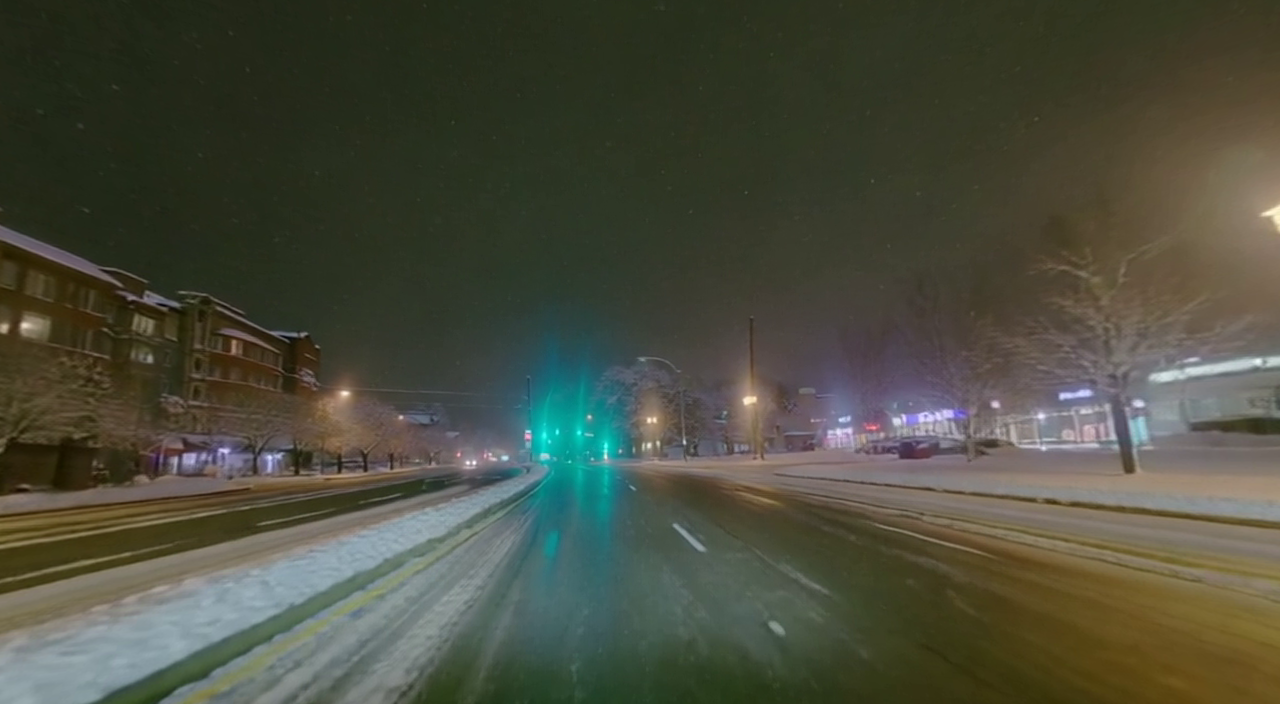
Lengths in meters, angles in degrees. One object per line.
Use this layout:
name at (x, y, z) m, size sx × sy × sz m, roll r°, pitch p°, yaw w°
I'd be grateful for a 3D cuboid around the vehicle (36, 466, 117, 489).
vehicle at (-41.373, 9.172, 46.467) m, size 3.994 × 1.491 × 1.730 m, roll 4°, pitch -9°, yaw -26°
